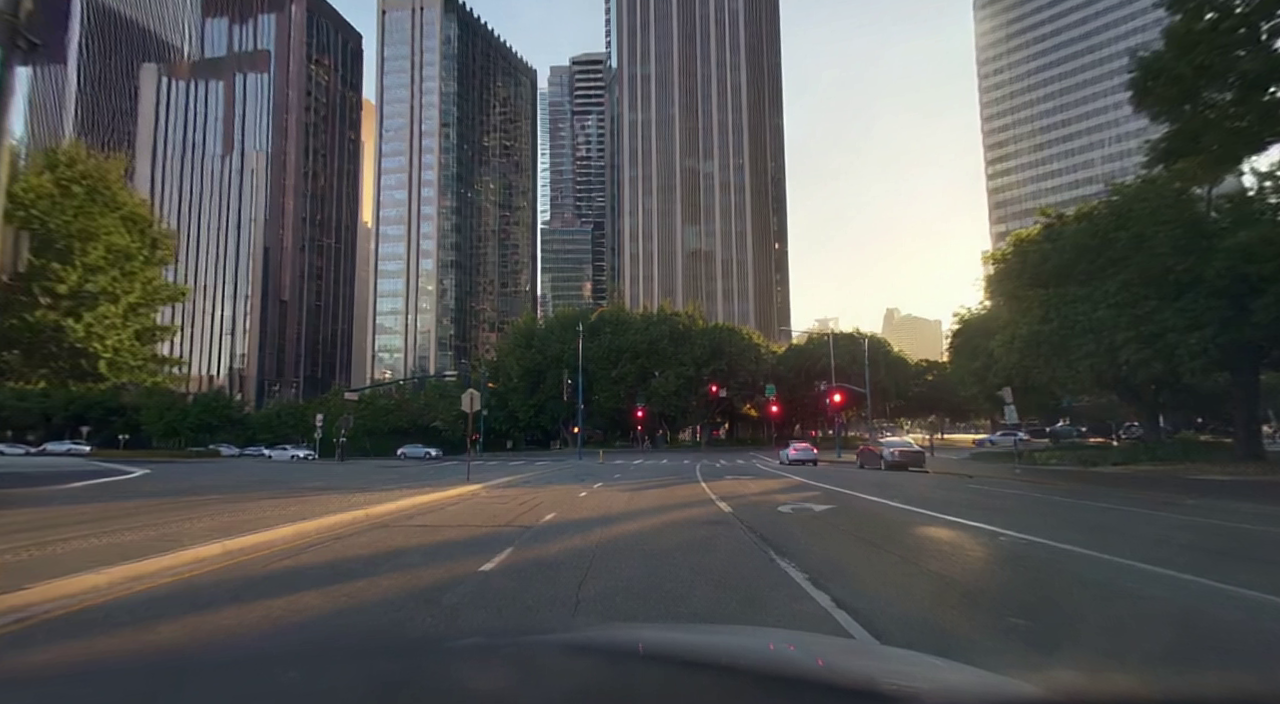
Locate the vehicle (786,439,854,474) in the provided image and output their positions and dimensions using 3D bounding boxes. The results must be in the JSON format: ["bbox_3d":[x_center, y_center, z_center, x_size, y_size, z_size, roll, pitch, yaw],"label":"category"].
[{"bbox_3d":[8.339,4.897,29.777,1.936,1.489,4.885,-1,-8,2],"label":"vehicle"}]

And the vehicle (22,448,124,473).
[{"bbox_3d":[-34.564,6.633,38.587,4.417,1.448,1.907,0,-8,0],"label":"vehicle"}]

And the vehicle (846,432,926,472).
[{"bbox_3d":[12.019,4.921,31.222,2.027,1.810,4.854,0,-9,1],"label":"vehicle"}]
